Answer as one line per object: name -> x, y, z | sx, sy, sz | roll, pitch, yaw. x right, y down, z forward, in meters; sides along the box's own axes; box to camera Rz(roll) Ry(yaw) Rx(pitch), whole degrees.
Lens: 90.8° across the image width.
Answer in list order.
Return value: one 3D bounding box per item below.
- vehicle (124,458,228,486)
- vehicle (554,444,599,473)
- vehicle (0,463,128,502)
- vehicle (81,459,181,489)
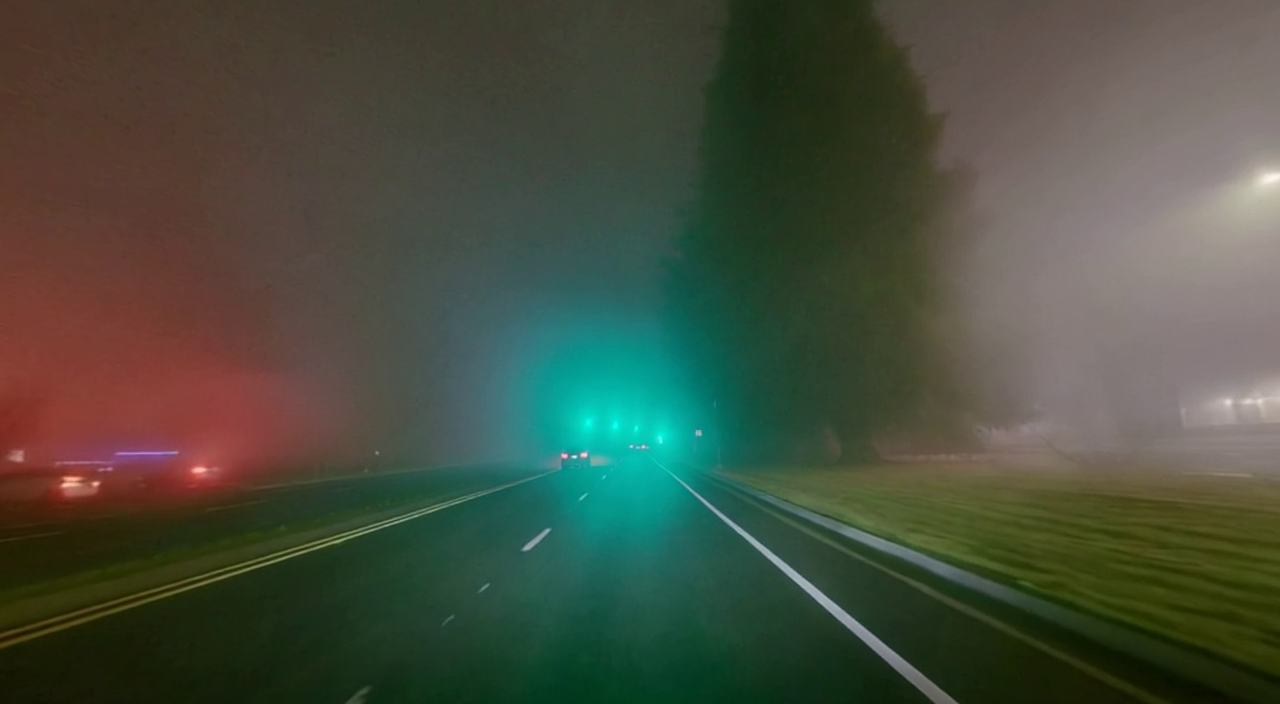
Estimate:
vehicle -> -27.502, 7.095, 37.569 | 4.560, 1.541, 2.051 | 0, -8, 1
vehicle -> -3.309, 5.630, 33.728 | 1.992, 1.447, 4.044 | 0, -8, 0
vehicle -> -24.738, 5.449, 26.494 | 4.743, 1.482, 2.164 | -1, -8, 3
vehicle -> -27.588, 6.602, 34.319 | 3.641, 1.519, 2.003 | 0, -8, 0
